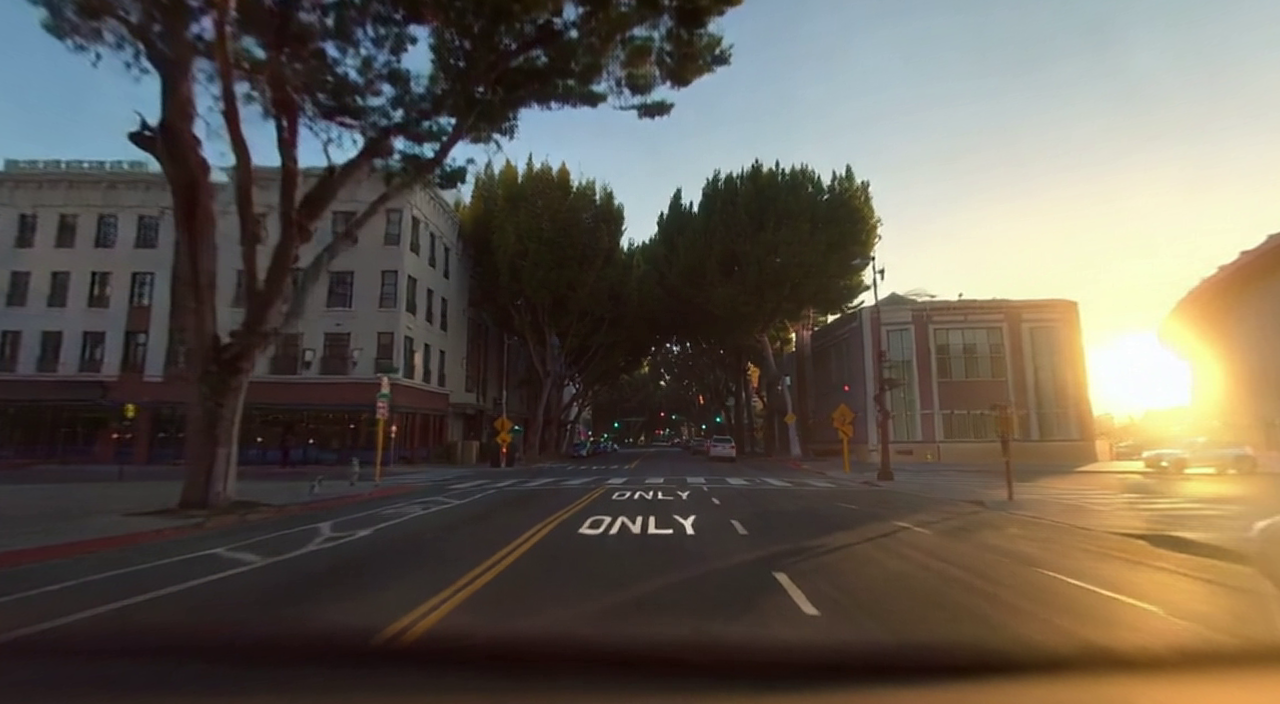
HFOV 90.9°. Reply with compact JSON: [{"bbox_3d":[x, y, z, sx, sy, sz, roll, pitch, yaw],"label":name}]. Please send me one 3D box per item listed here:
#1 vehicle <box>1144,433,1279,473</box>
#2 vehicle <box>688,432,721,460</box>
[{"bbox_3d":[26.557,4.668,29.158,4.525,1.769,2.180,0,-8,-1],"label":"vehicle"},{"bbox_3d":[4.628,6.869,45.997,1.971,1.919,4.748,0,-8,1],"label":"vehicle"}]
